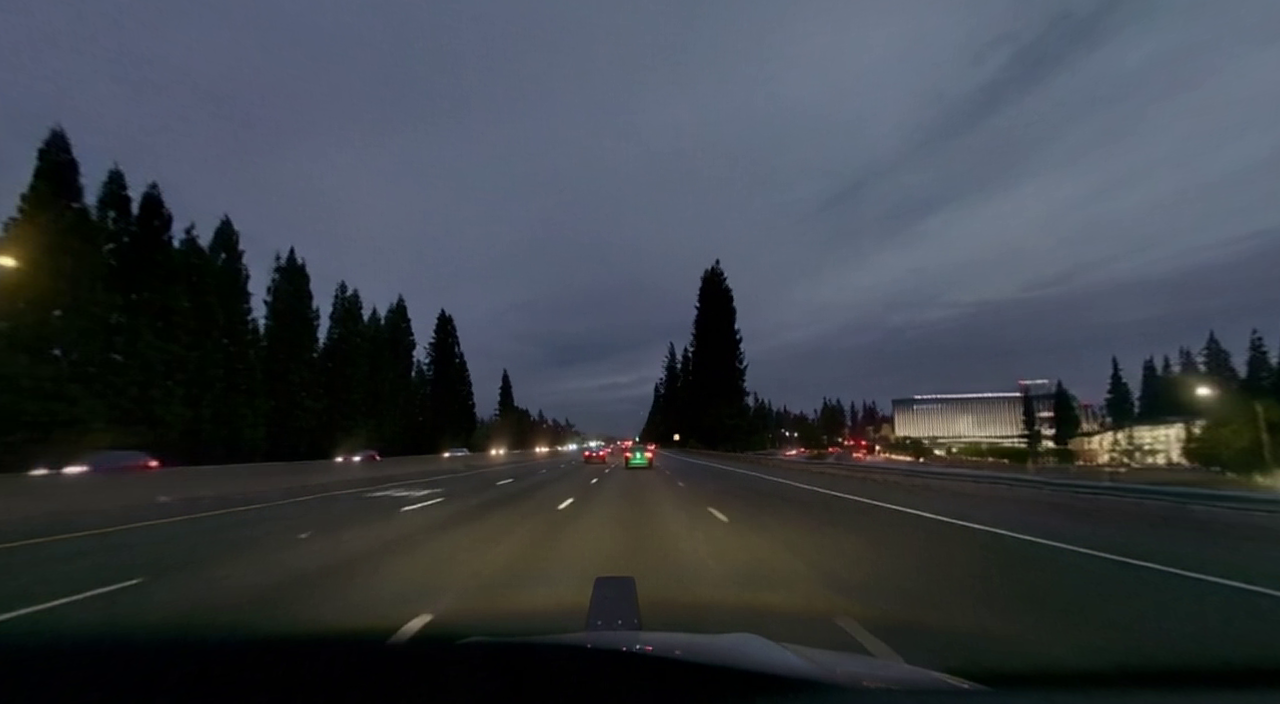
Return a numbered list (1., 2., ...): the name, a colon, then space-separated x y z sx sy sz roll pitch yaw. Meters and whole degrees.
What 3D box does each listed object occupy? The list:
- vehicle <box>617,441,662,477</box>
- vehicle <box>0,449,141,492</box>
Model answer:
1. vehicle: -0.048 5.927 35.102 2.302 1.810 4.707 0 -8 -1
2. vehicle: -26.863 5.535 29.814 2.019 1.778 5.299 0 -8 0
